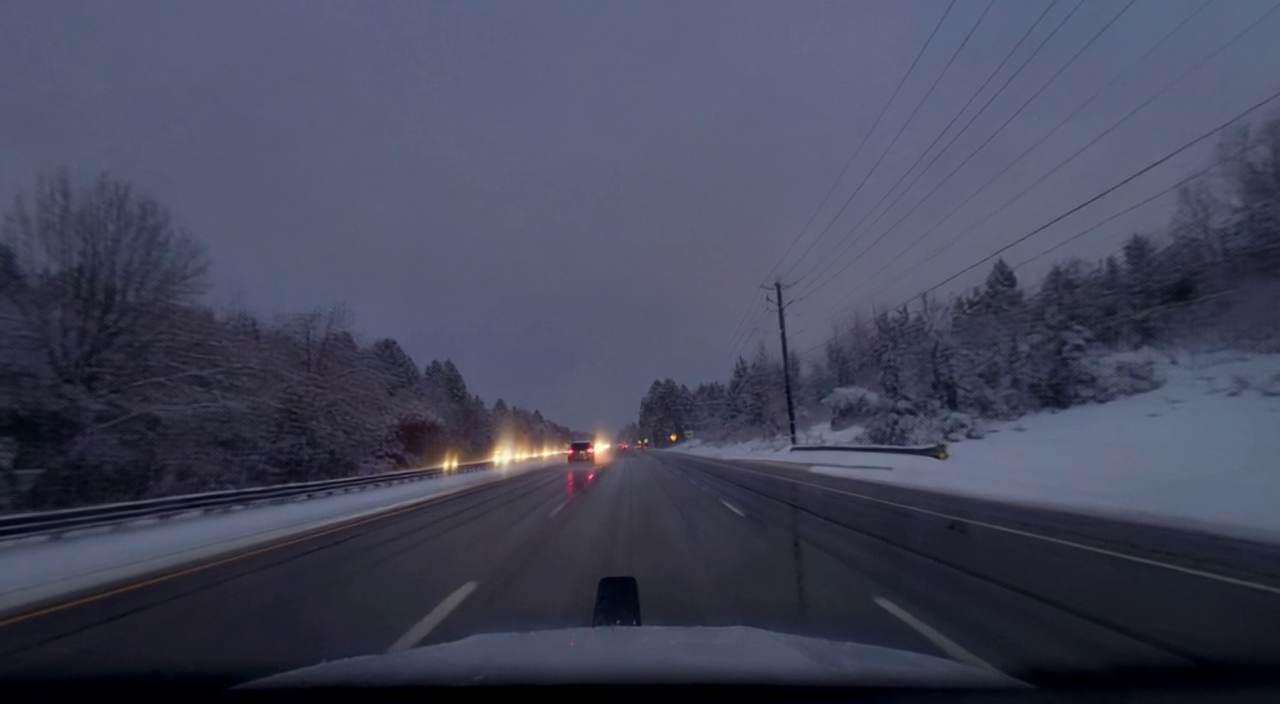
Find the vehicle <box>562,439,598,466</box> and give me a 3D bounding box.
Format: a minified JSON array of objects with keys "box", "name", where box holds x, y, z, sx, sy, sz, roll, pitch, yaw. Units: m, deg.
[{"box":[-4.385,7.443,46.947,2.130,1.823,4.761,0,-8,0],"name":"vehicle"}]
